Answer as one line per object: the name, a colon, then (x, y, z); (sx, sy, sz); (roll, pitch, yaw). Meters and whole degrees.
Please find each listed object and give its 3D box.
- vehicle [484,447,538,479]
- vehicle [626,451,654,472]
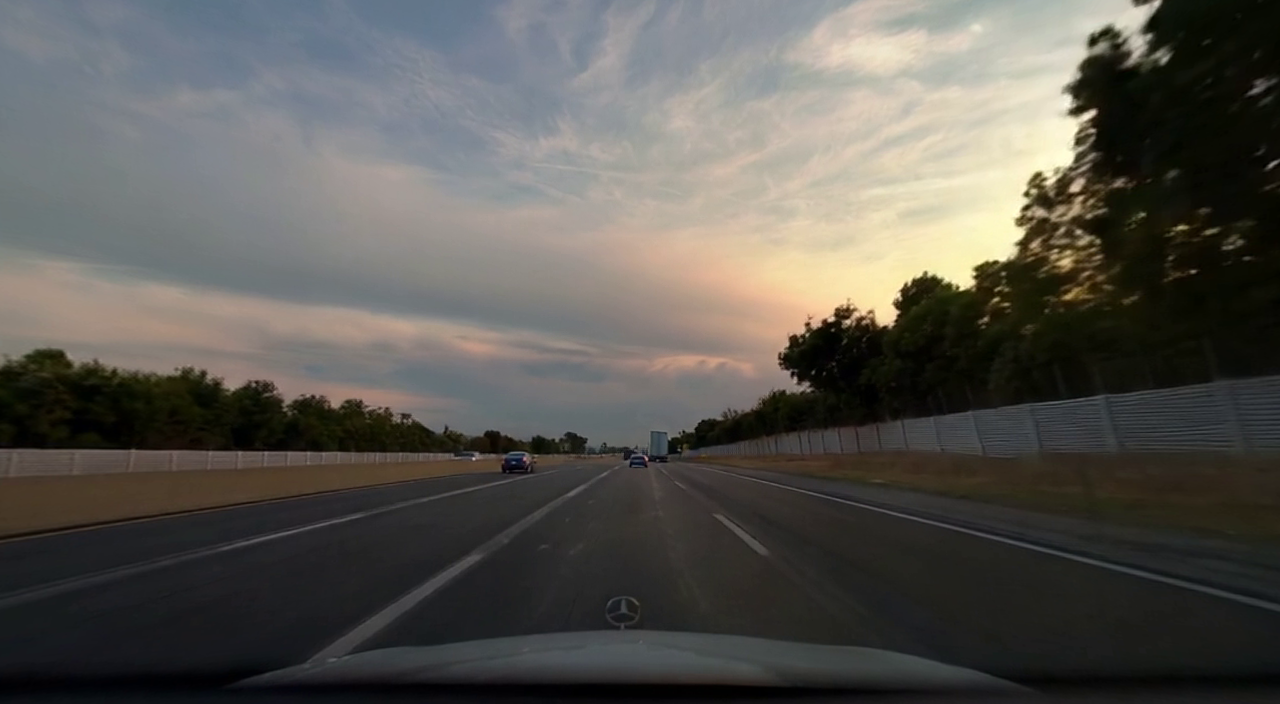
vehicle: (-7.362, 6.363, 36.419); (2.123, 1.671, 4.579); (-1, -9, 1)
vehicle: (-0.011, 8.511, 49.219); (2.033, 1.465, 3.775); (0, -9, -1)
